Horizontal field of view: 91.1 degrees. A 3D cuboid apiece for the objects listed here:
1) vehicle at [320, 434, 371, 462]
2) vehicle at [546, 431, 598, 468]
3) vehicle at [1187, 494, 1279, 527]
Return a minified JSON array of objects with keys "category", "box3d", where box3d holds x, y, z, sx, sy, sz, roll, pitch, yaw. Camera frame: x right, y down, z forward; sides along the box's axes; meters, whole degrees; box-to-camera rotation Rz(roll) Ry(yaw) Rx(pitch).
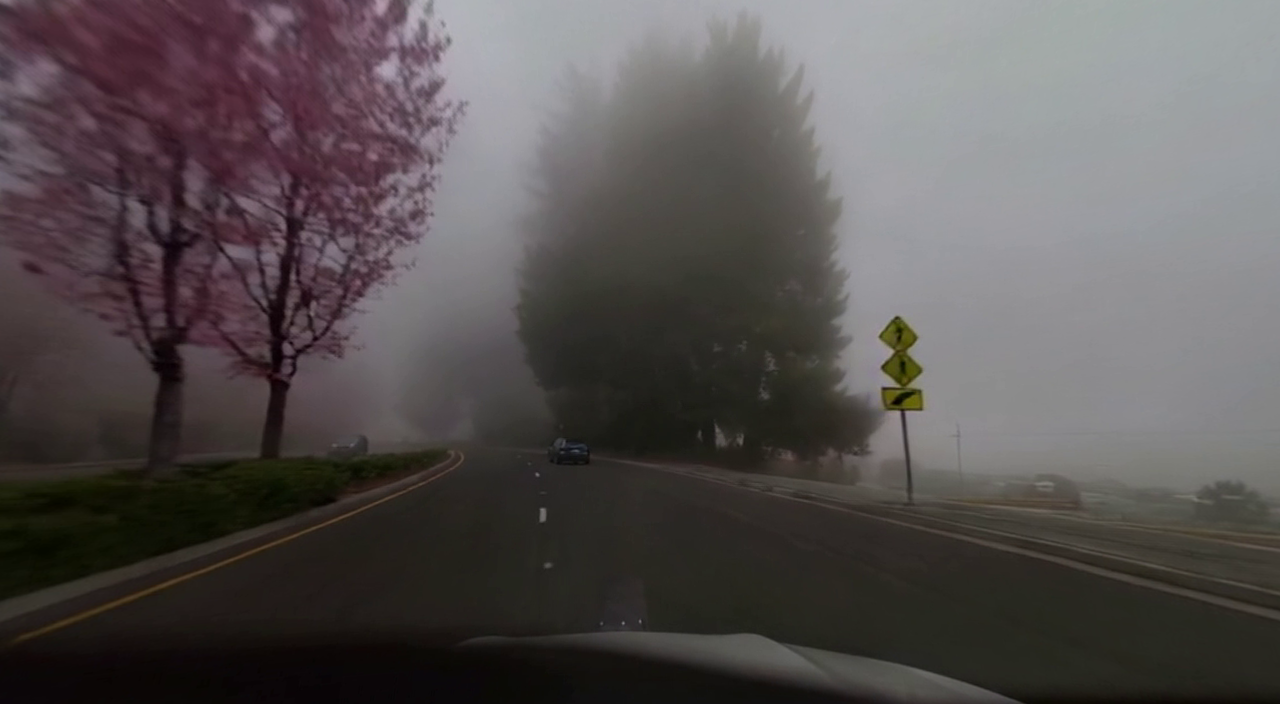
[{"category":"vehicle","box3d":[-19.742,6.441,42.255,2.172,1.738,4.617,2,-9,-14]},{"category":"vehicle","box3d":[-3.711,5.207,33.619,2.166,1.828,4.607,2,-9,-14]},{"category":"vehicle","box3d":[37.199,9.862,39.063,4.607,1.572,1.763,-6,-11,40]}]
